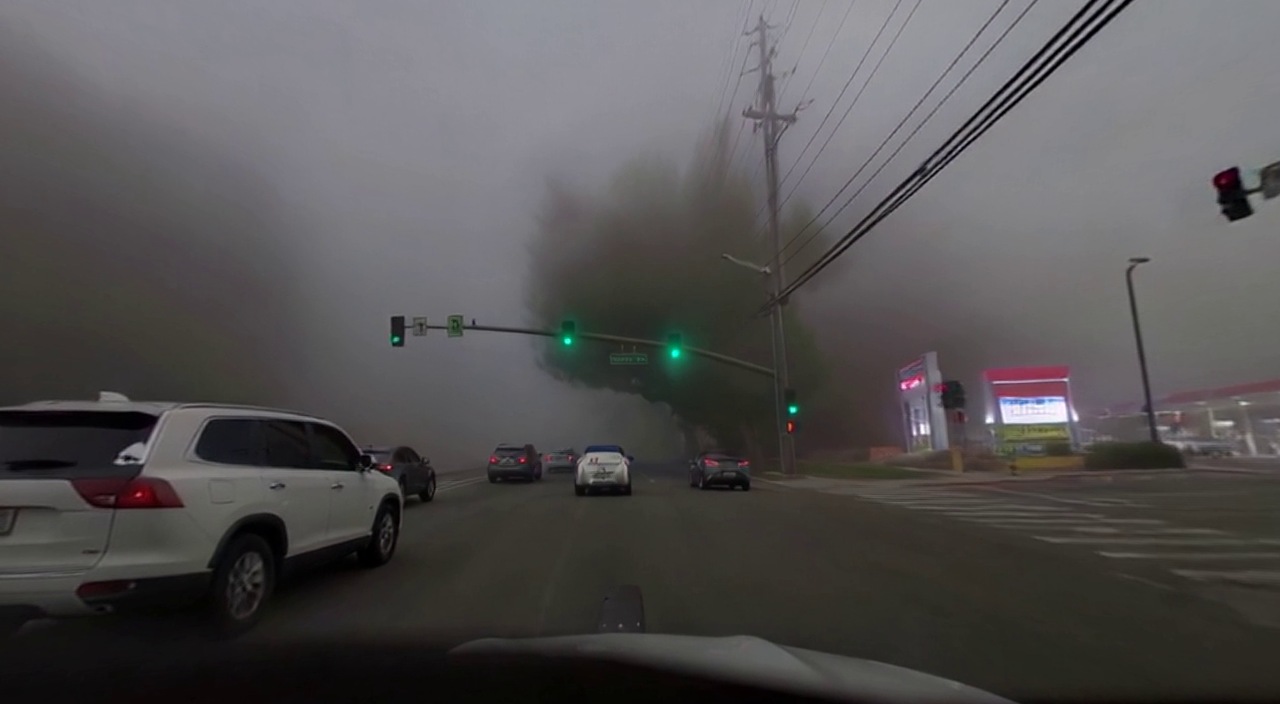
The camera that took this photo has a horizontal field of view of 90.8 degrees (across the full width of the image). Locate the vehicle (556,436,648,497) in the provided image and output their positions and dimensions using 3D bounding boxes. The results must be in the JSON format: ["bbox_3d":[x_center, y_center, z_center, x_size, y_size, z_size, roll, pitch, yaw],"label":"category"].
[{"bbox_3d":[-0.949,3.067,17.291,2.189,1.437,4.135,0,-9,-1],"label":"vehicle"}]

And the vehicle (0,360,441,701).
[{"bbox_3d":[-3.370,1.193,5.378,1.922,1.642,4.547,0,-9,-1],"label":"vehicle"}]

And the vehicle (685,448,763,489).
[{"bbox_3d":[2.843,4.056,22.428,2.065,1.302,4.416,0,-9,-1],"label":"vehicle"}]

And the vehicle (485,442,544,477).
[{"bbox_3d":[-7.243,6.256,37.076,2.385,1.918,5.056,0,-9,0],"label":"vehicle"}]
